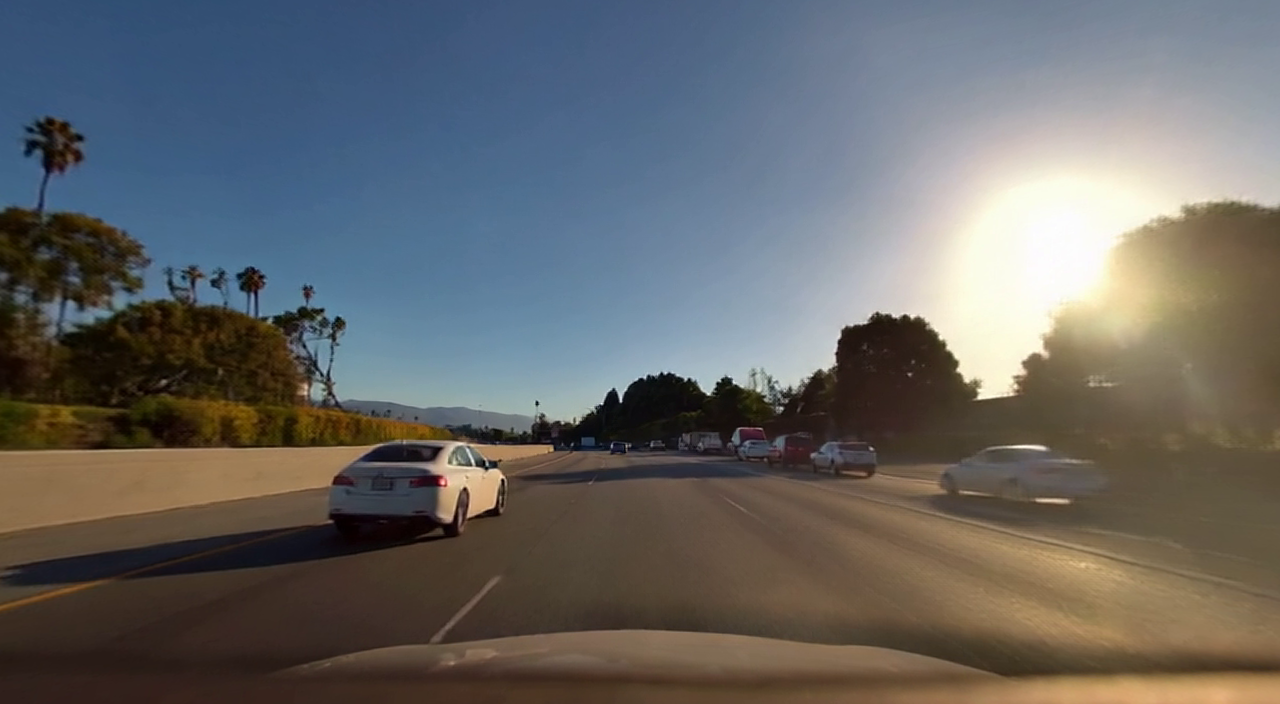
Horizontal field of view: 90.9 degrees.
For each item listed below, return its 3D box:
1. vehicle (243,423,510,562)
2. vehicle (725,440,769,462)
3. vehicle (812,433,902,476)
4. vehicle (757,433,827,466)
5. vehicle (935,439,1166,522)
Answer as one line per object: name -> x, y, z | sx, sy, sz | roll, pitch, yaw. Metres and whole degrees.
vehicle -> -3.405, 1.889, 9.251 | 2.109, 1.536, 4.174 | 0, -8, 0
vehicle -> 7.913, 7.382, 47.199 | 2.052, 1.468, 5.333 | 0, -8, -3
vehicle -> 8.774, 4.164, 25.932 | 1.957, 1.584, 4.272 | 0, -8, -3
vehicle -> 8.213, 5.363, 34.744 | 2.345, 1.637, 5.558 | 0, -8, -2
vehicle -> 8.531, 2.661, 13.726 | 1.984, 1.477, 4.385 | 0, -8, -1
